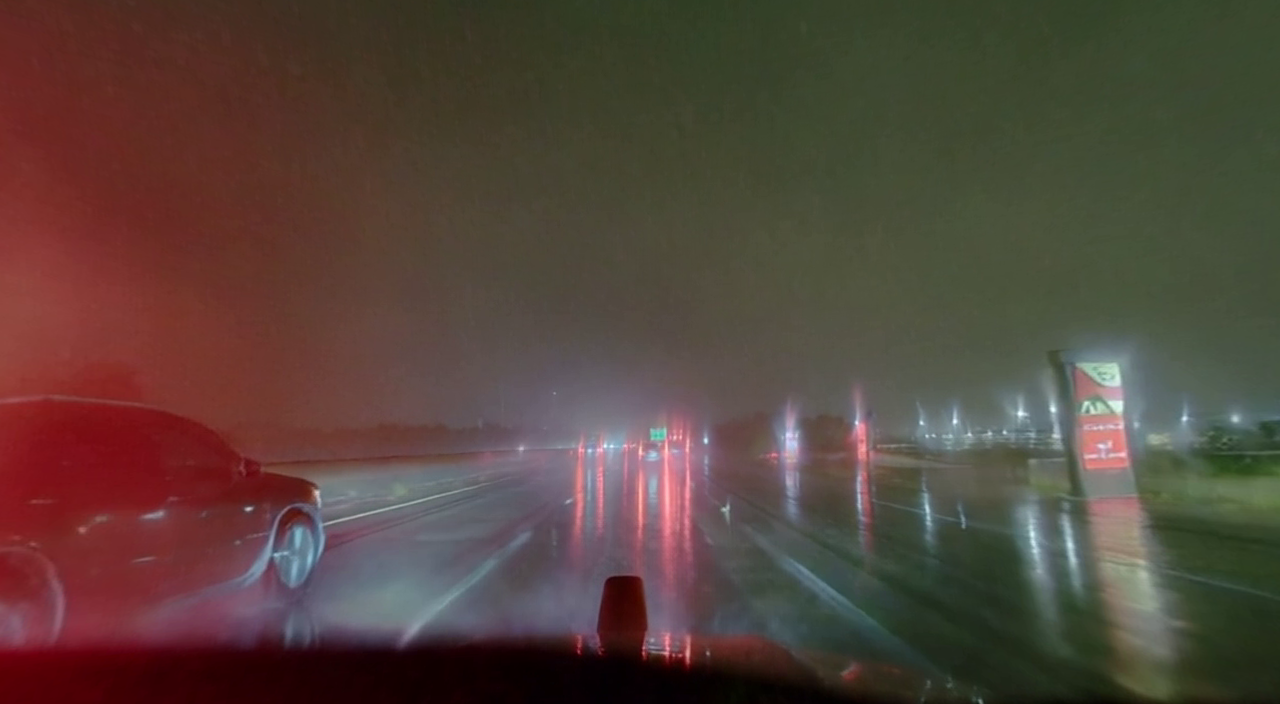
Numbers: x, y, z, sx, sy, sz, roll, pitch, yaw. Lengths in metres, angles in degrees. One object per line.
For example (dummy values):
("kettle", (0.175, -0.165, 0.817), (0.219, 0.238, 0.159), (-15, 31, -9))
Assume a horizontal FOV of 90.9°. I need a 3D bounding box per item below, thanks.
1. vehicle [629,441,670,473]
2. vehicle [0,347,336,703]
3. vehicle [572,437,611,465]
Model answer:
("vehicle", (0.464, 5.450, 33.054), (2.000, 1.558, 3.945), (0, -8, 0))
("vehicle", (-3.956, 0.966, 3.431), (2.239, 1.761, 4.620), (0, -8, 1))
("vehicle", (-3.545, 7.364, 47.186), (2.403, 1.946, 5.623), (0, -8, 1))
